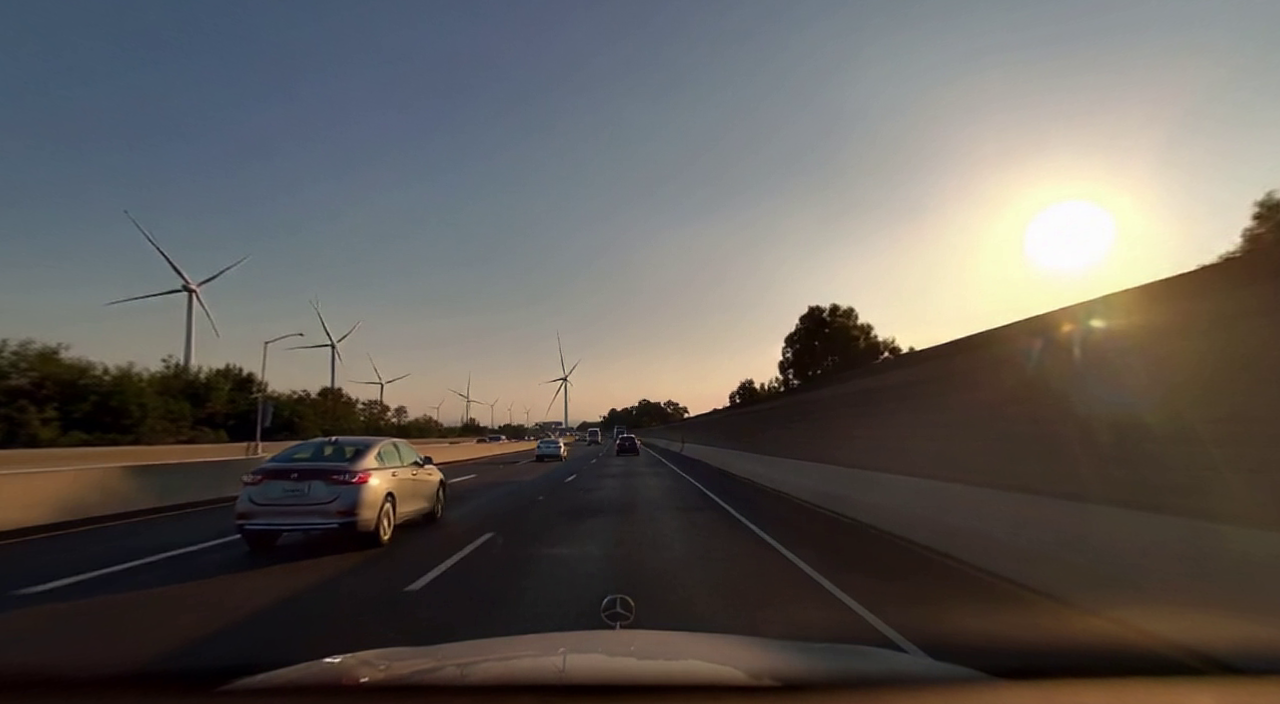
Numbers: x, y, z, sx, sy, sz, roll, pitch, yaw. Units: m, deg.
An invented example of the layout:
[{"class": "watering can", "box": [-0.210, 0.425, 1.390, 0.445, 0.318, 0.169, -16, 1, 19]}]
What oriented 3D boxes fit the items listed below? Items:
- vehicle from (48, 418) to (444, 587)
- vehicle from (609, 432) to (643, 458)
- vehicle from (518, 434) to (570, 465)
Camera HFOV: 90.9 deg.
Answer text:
[{"class": "vehicle", "box": [-4.172, 1.630, 7.880, 1.998, 1.468, 4.635, 0, -8, -1]}, {"class": "vehicle", "box": [-0.830, 5.734, 38.936, 2.027, 1.550, 3.607, 0, -8, -1]}, {"class": "vehicle", "box": [-4.761, 4.908, 31.928, 2.059, 1.436, 3.802, 0, -8, 0]}]
